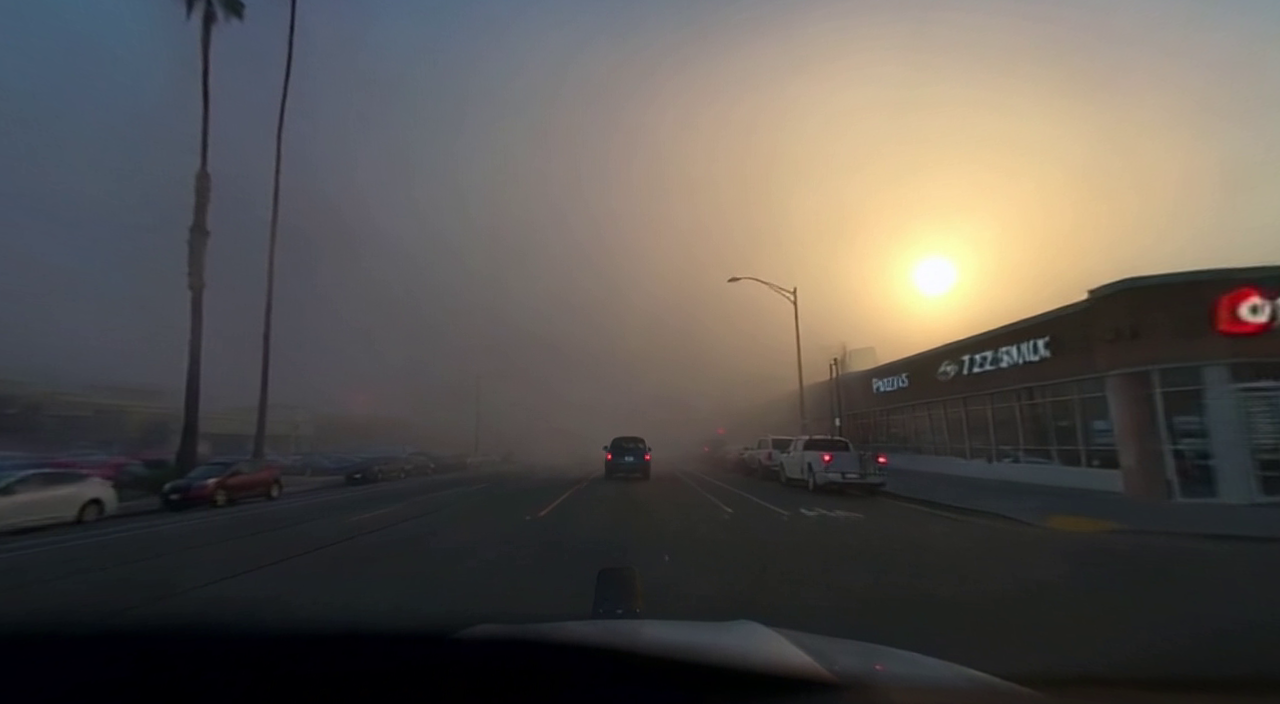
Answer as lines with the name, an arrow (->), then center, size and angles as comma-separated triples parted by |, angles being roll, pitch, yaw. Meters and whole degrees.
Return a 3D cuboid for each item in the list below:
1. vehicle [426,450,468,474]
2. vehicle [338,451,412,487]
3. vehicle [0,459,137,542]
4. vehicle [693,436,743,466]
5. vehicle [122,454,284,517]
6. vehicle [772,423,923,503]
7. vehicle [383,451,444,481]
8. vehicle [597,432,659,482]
vehicle -> -13.244, 7.545, 43.400 | 1.774, 1.522, 3.699 | -1, -8, -1
vehicle -> -13.253, 5.841, 31.815 | 1.840, 1.521, 4.450 | -2, -8, 0
vehicle -> -13.149, 3.128, 13.021 | 1.881, 1.484, 4.565 | -6, -8, -2
vehicle -> 5.521, 7.146, 45.725 | 2.568, 1.974, 6.203 | 0, -8, -3
vehicle -> -13.301, 4.046, 19.578 | 1.968, 1.472, 4.345 | -4, -8, 0
vehicle -> 5.671, 3.128, 18.315 | 2.430, 1.924, 5.779 | 0, -8, 0
vehicle -> -13.058, 6.566, 36.583 | 1.804, 1.441, 4.534 | -4, -8, 0
vehicle -> -0.416, 4.107, 24.907 | 2.239, 1.763, 4.096 | 0, -8, 0
